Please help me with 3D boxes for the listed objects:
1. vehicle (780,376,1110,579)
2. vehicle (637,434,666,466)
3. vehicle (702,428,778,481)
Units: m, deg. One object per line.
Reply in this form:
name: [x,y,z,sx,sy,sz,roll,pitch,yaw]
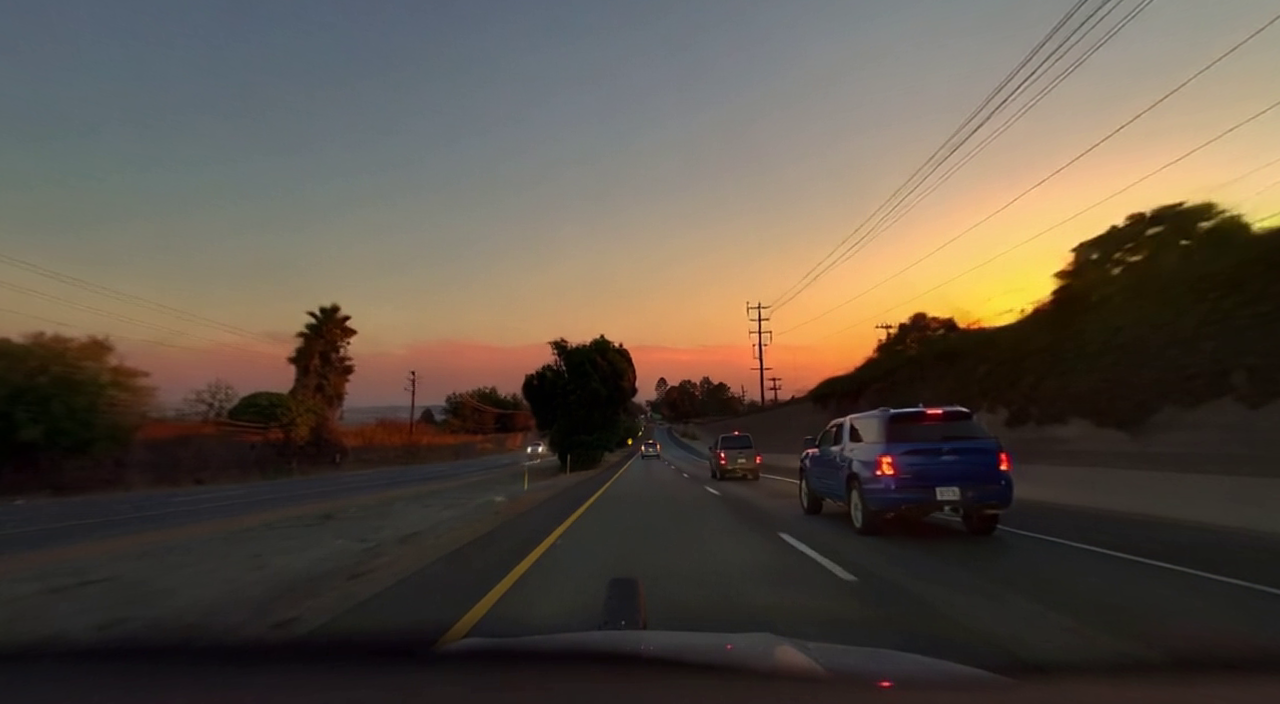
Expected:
vehicle: [3.709,1.657,9.097,2.145,2.069,5.057,0,-8,-1]
vehicle: [0.814,7.531,48.490,2.099,2.260,4.899,0,-8,0]
vehicle: [4.447,4.665,29.048,2.594,2.155,5.670,0,-8,0]
